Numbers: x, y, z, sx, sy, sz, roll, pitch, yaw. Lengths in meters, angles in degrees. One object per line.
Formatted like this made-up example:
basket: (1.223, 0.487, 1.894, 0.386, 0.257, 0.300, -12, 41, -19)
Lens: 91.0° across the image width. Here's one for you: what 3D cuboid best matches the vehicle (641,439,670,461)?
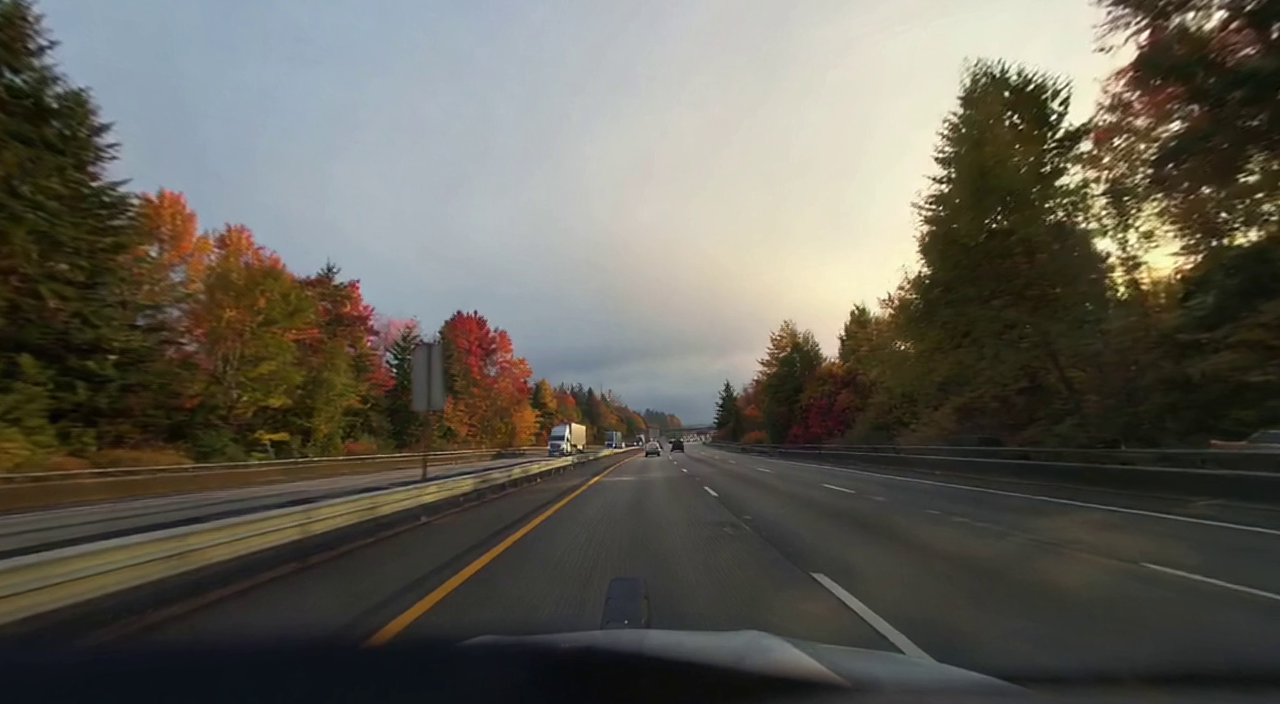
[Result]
vehicle: (1.062, 6.946, 44.615, 1.924, 1.498, 3.817, 0, -8, 0)
